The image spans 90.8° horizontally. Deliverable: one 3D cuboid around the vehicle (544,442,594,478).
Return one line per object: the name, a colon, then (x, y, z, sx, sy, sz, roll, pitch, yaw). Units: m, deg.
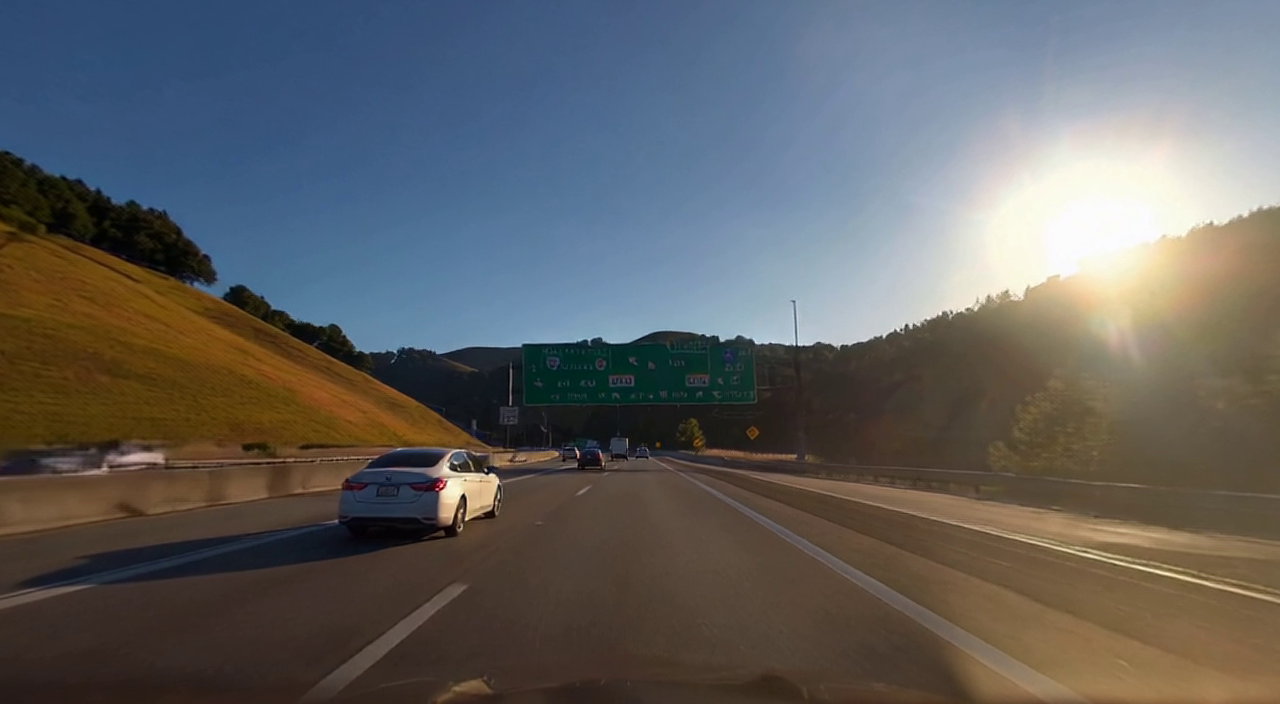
vehicle: (-3.638, 5.608, 32.966, 2.073, 1.694, 4.162, 0, -9, 1)

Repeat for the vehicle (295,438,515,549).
vehicle: (-3.572, 2.233, 10.691, 1.988, 1.440, 4.504, 0, -9, 0)
